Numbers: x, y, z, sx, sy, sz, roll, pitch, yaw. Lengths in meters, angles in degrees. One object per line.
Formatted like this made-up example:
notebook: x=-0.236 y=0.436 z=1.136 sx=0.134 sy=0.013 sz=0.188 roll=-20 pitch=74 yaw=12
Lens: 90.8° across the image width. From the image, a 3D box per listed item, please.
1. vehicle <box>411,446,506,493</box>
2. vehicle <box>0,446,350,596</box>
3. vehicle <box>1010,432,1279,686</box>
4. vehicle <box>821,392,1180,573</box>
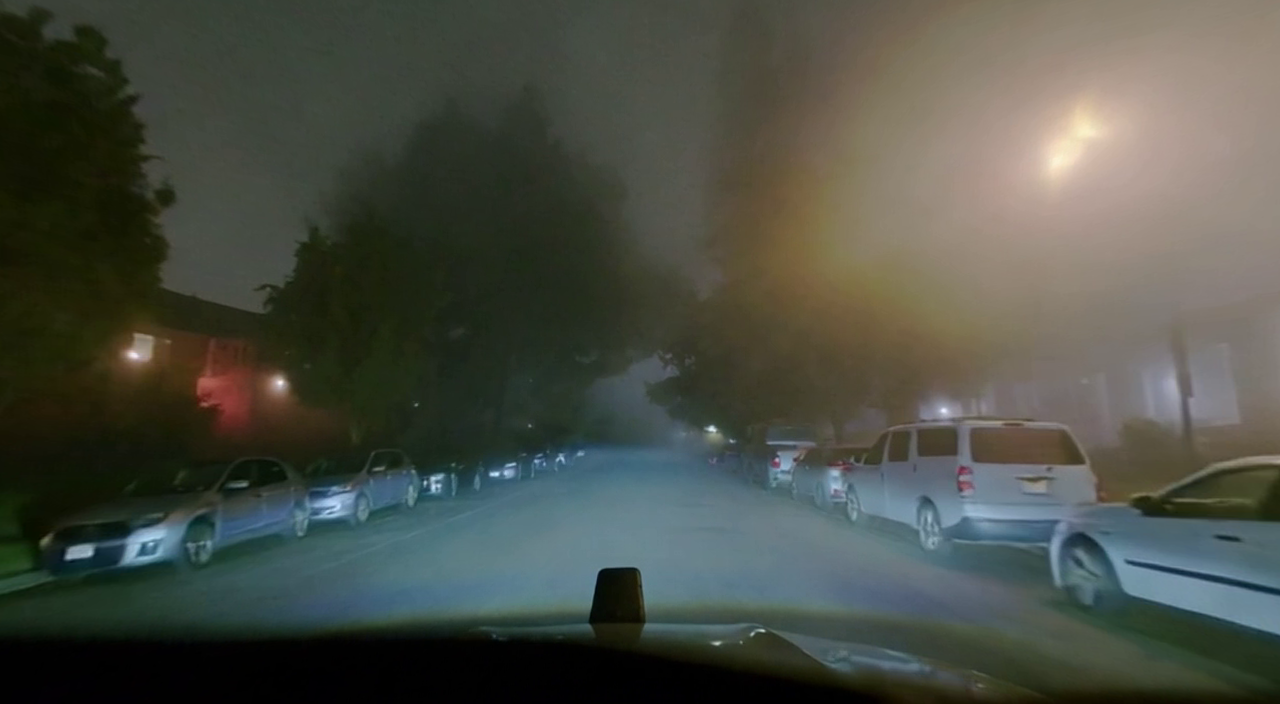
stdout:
vehicle: x=-6.336 y=4.143 z=22.748 sx=1.869 sy=1.467 sz=4.921 roll=-1 pitch=-8 yaw=1
vehicle: x=-6.292 y=2.152 z=9.105 sx=1.840 sy=1.476 sz=4.739 roll=-2 pitch=-8 yaw=2
vehicle: x=4.570 y=1.222 z=3.875 sx=1.811 sy=1.439 sz=4.521 roll=0 pitch=-8 yaw=-1
vehicle: x=4.588 y=1.781 z=9.481 sx=2.072 sy=1.883 sz=5.576 roll=0 pitch=-8 yaw=0
